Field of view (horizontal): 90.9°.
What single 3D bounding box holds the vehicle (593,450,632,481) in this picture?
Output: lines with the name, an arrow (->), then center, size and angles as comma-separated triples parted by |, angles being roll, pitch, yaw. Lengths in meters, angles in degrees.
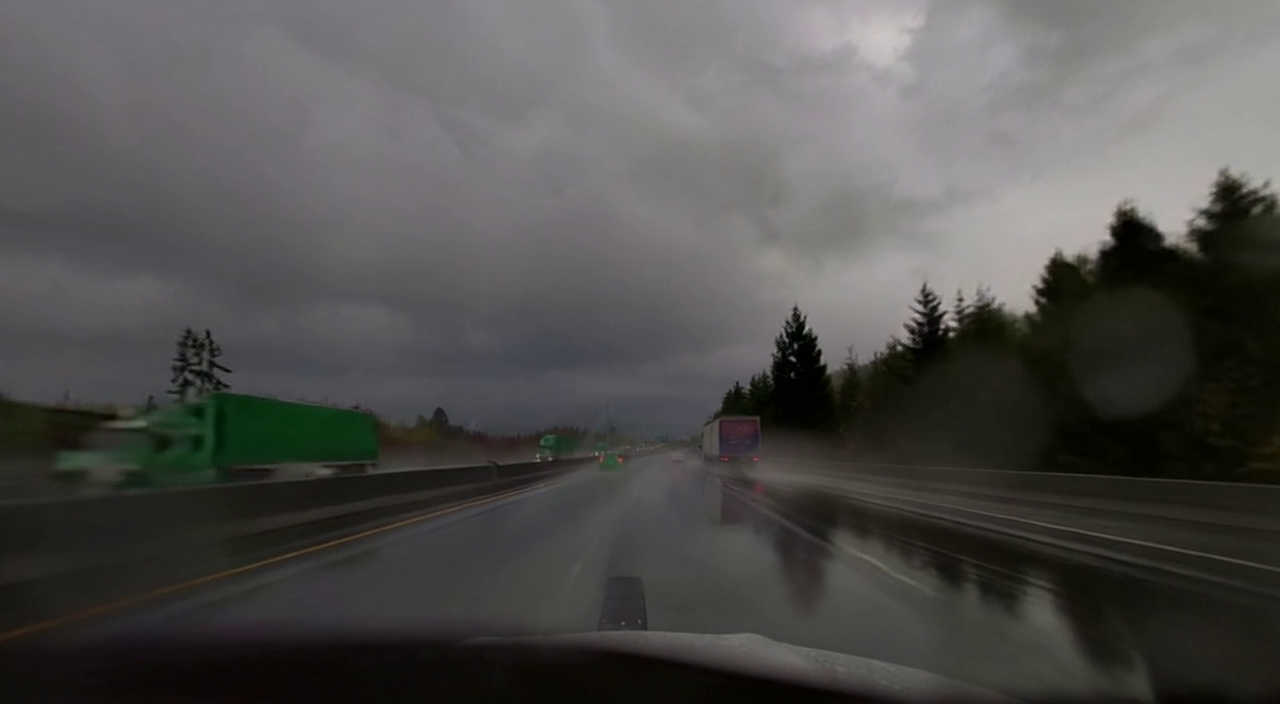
vehicle -> -1.472, 6.307, 35.260 | 1.960, 1.579, 4.384 | 0, -9, 1

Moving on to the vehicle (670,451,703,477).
vehicle -> 2.937, 7.171, 40.650 | 1.957, 1.541, 4.099 | 0, -9, 2

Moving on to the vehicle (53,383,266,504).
vehicle -> -17.717, 3.484, 23.919 | 3.005, 3.979, 5.919 | -1, -9, 2
